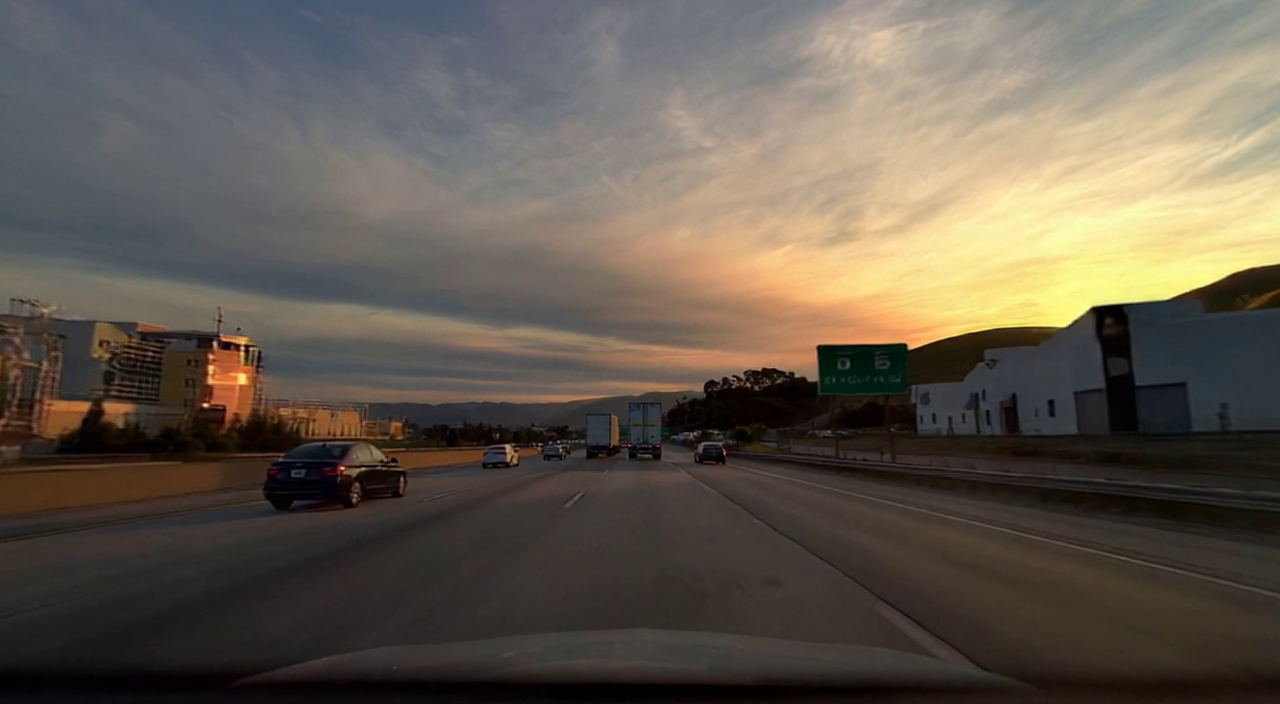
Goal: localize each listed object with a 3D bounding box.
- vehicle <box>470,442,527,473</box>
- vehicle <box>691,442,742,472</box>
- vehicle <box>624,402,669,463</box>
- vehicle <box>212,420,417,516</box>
[{"bbox_3d":[-7.358,5.507,33.203,1.891,1.460,4.506,0,-9,1],"label":"vehicle"},{"bbox_3d":[3.871,5.382,32.588,2.006,1.452,4.246,0,-9,-1],"label":"vehicle"},{"bbox_3d":[0.382,6.188,47.709,2.969,4.104,10.906,0,-9,-1],"label":"vehicle"},{"bbox_3d":[-6.817,2.483,13.941,2.122,1.754,4.379,0,-9,1],"label":"vehicle"}]
